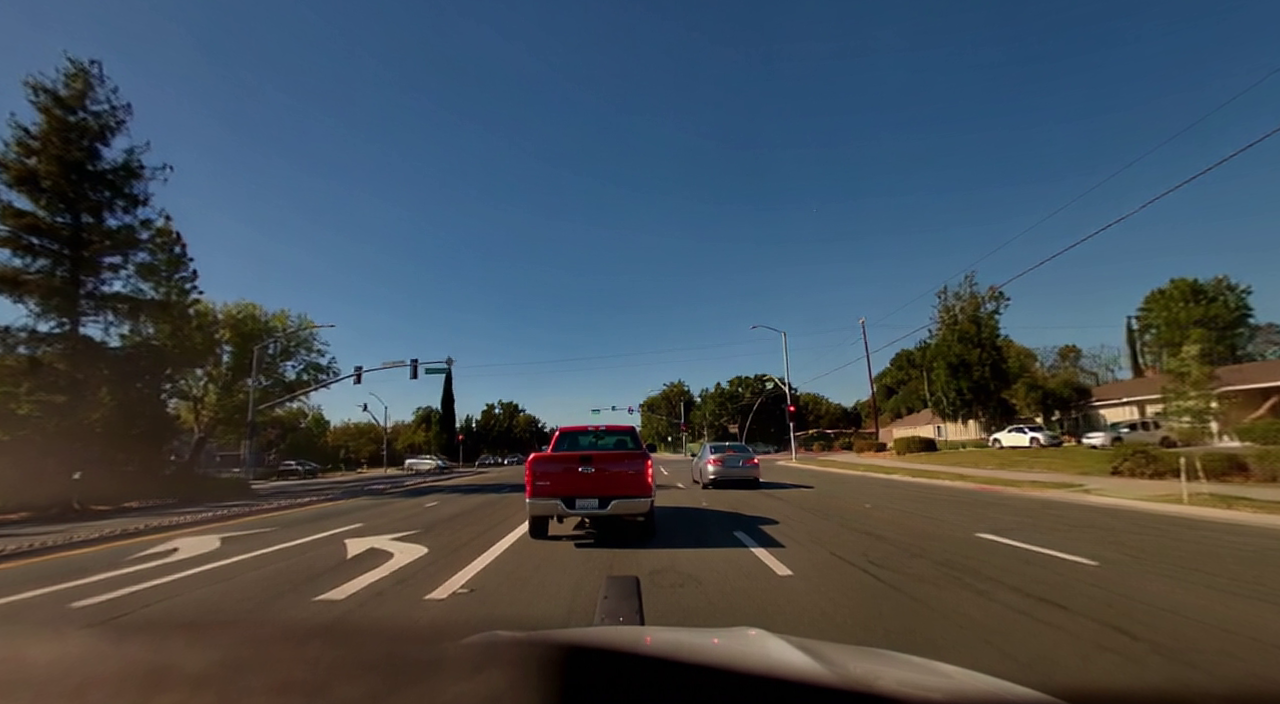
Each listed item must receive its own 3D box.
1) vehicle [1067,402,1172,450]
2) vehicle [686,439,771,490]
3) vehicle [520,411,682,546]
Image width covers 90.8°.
[{"bbox_3d":[30.346,4.791,40.186,2.892,2.881,4.178,2,-9,-16],"label":"vehicle"},{"bbox_3d":[2.771,3.659,20.942,2.073,1.484,4.437,0,-9,-1],"label":"vehicle"},{"bbox_3d":[-0.540,2.032,10.815,2.145,1.762,4.731,0,-9,-1],"label":"vehicle"}]
